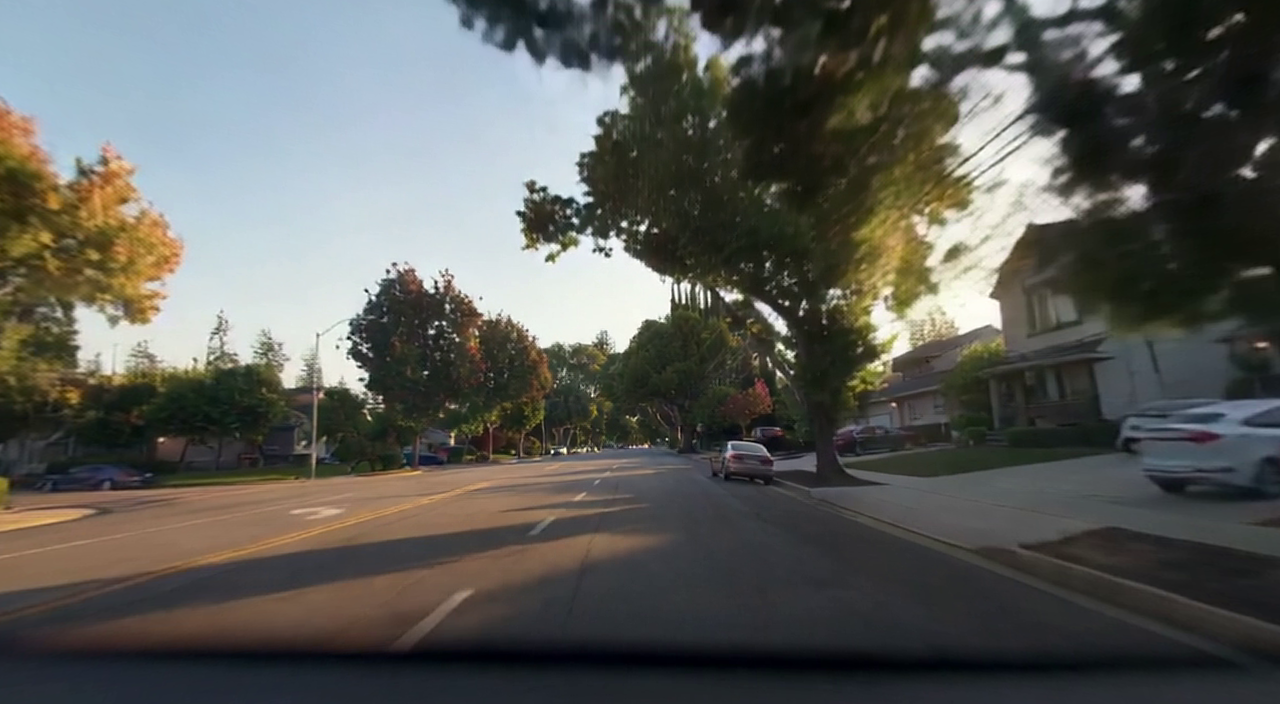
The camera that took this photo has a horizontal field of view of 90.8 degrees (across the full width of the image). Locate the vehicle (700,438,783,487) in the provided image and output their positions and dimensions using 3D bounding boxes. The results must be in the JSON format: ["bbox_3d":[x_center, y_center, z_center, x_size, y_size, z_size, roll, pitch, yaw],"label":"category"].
[{"bbox_3d":[3.449,3.839,22.439,2.037,1.518,4.904,0,-8,-1],"label":"vehicle"}]

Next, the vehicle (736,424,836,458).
[{"bbox_3d":[9.329,5.790,40.941,5.933,2.038,2.382,1,-9,3],"label":"vehicle"}]

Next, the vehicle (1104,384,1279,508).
[{"bbox_3d":[9.531,1.251,8.887,1.971,1.641,5.191,-4,-7,-1],"label":"vehicle"}]

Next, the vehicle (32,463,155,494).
[{"bbox_3d":[-28.533,6.598,33.067,4.637,1.448,2.016,-1,-8,3],"label":"vehicle"}]
